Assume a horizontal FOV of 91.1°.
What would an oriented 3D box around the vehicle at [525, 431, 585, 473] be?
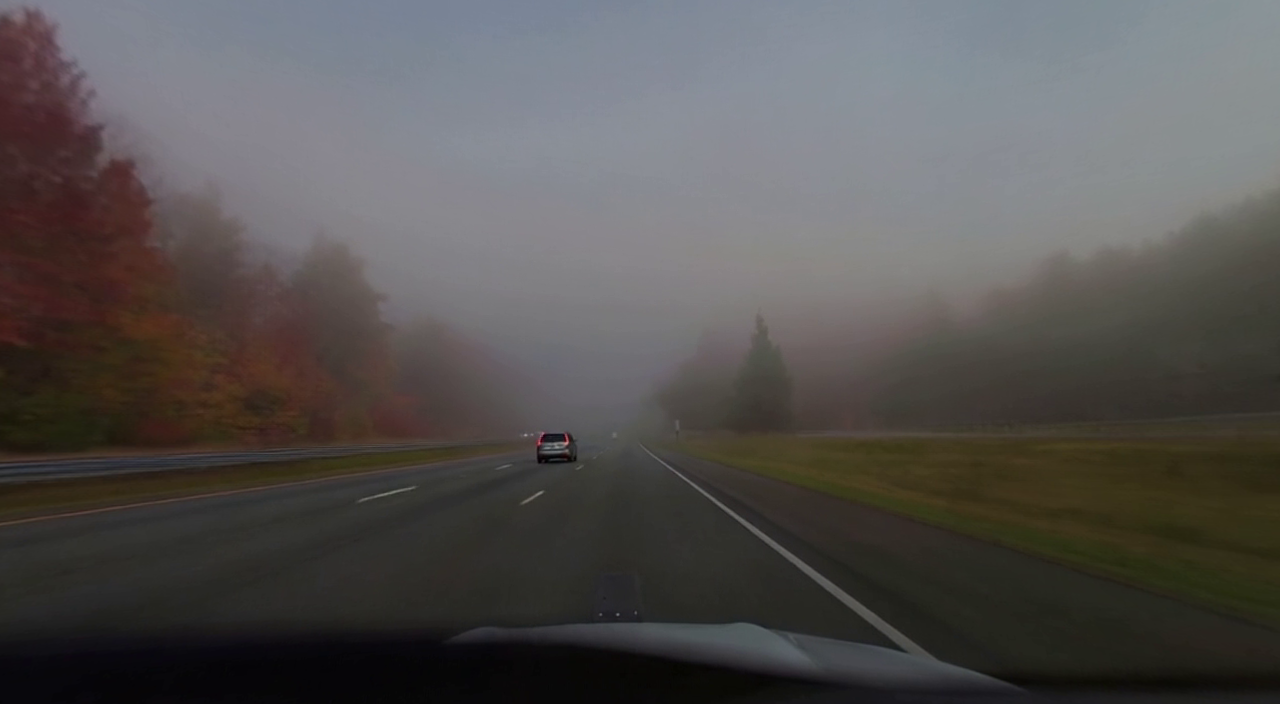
[{"bbox_3d":[-3.594,4.304,27.385,2.057,1.666,4.552,0,-8,-1],"label":"vehicle"}]
